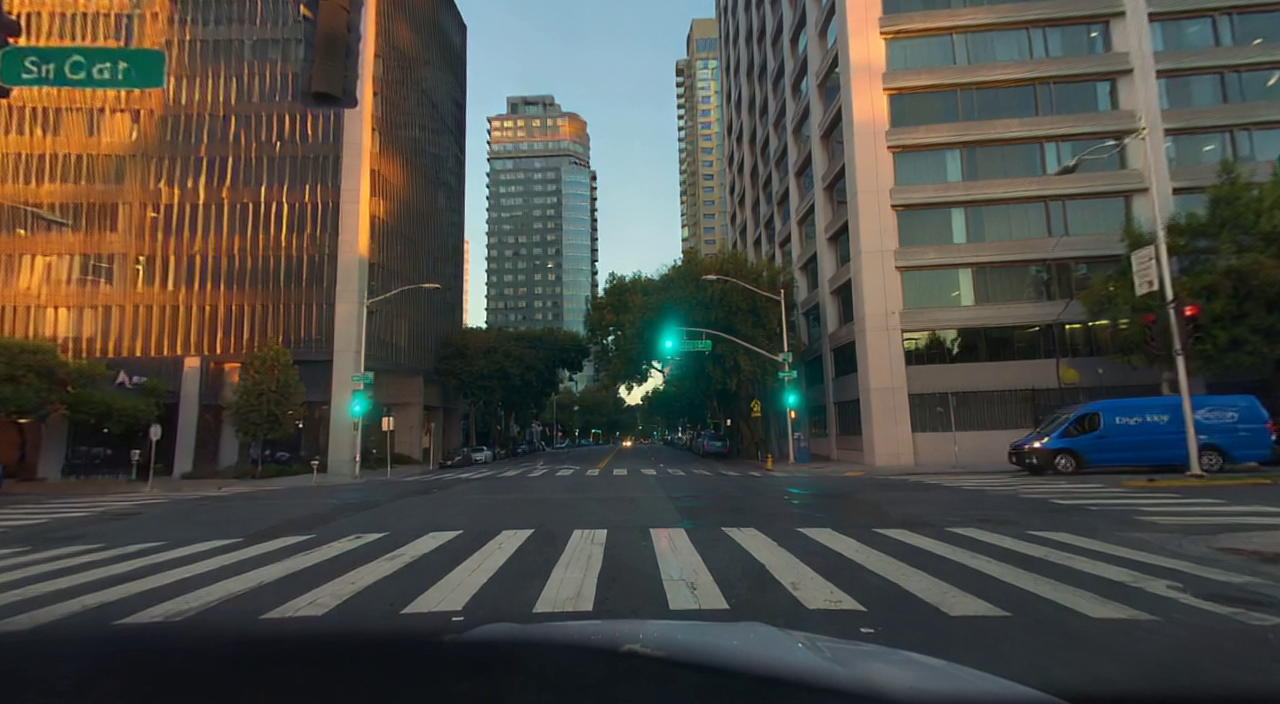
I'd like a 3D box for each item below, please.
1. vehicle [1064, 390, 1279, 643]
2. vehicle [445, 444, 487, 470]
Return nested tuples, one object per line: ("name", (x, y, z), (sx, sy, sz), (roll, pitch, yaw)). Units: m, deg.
("vehicle", (5.658, 1.137, 4.270), (2.070, 1.804, 4.881), (0, -8, -1))
("vehicle", (-12.449, 7.505, 45.381), (1.935, 1.639, 4.244), (-3, -8, -2))
